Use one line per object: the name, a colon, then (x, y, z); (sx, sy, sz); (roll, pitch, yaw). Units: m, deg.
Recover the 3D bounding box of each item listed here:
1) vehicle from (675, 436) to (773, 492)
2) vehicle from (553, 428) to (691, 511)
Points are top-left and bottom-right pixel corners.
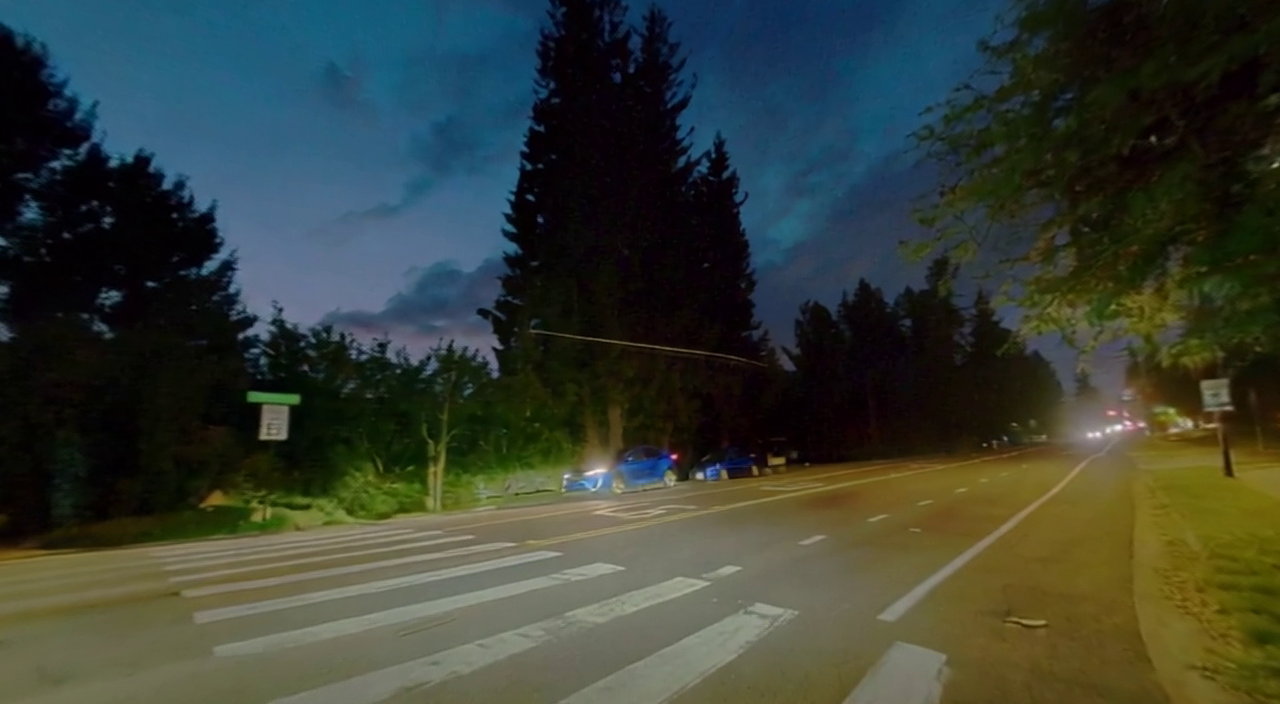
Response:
vehicle: (3.792, 4.917, 27.956); (2.087, 1.700, 4.467); (-11, -6, 38)
vehicle: (-0.483, 4.130, 22.707); (2.159, 1.959, 5.179); (-11, -5, 33)
